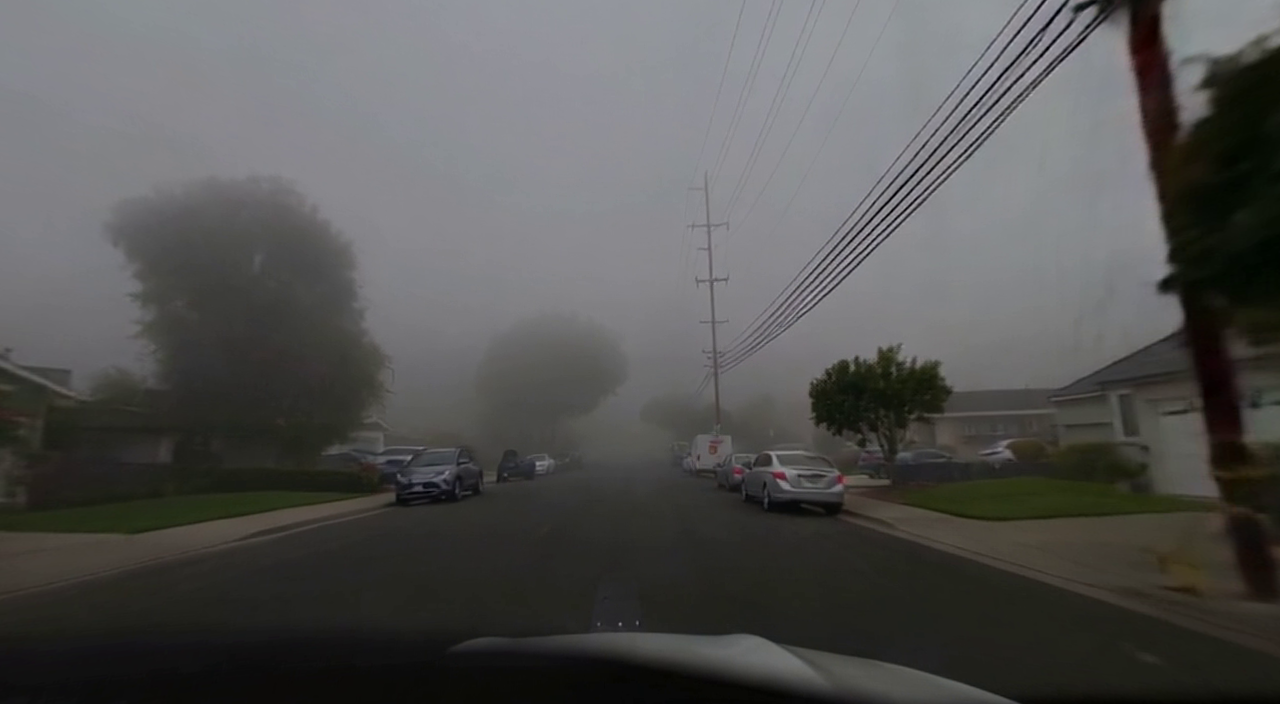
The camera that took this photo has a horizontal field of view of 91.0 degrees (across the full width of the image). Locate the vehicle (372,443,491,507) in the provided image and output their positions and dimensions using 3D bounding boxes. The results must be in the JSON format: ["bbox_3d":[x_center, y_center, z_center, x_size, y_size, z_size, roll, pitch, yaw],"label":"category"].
[{"bbox_3d":[-6.129,3.654,19.127,1.989,1.693,4.292,-1,-9,2],"label":"vehicle"}]

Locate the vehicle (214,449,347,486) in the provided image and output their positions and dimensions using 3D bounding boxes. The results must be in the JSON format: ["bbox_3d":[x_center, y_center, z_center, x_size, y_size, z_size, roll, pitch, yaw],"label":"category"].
[{"bbox_3d":[-15.310,4.946,26.996,4.388,1.466,2.008,1,-9,-1],"label":"vehicle"}]

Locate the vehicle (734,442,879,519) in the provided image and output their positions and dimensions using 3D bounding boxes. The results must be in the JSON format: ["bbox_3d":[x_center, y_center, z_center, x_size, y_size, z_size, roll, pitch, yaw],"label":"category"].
[{"bbox_3d":[3.745,3.021,15.272,2.112,1.528,4.944,0,-9,-1],"label":"vehicle"}]

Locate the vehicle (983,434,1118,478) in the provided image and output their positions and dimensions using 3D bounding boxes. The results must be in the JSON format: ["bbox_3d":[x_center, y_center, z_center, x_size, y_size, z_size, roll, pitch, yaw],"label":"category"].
[{"bbox_3d":[18.422,4.685,28.415,4.555,1.796,2.001,-2,-9,1],"label":"vehicle"}]

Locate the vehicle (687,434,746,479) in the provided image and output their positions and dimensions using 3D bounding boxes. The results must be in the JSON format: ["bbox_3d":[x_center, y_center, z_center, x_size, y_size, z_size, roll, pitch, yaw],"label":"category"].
[{"bbox_3d":[3.917,5.512,33.218,2.396,2.164,5.381,0,-9,0],"label":"vehicle"}]

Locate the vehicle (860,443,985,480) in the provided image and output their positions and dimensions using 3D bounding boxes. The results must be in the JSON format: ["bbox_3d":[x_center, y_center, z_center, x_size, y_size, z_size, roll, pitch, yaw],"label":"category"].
[{"bbox_3d":[12.534,4.913,28.174,4.606,1.484,2.042,1,-11,1],"label":"vehicle"}]
